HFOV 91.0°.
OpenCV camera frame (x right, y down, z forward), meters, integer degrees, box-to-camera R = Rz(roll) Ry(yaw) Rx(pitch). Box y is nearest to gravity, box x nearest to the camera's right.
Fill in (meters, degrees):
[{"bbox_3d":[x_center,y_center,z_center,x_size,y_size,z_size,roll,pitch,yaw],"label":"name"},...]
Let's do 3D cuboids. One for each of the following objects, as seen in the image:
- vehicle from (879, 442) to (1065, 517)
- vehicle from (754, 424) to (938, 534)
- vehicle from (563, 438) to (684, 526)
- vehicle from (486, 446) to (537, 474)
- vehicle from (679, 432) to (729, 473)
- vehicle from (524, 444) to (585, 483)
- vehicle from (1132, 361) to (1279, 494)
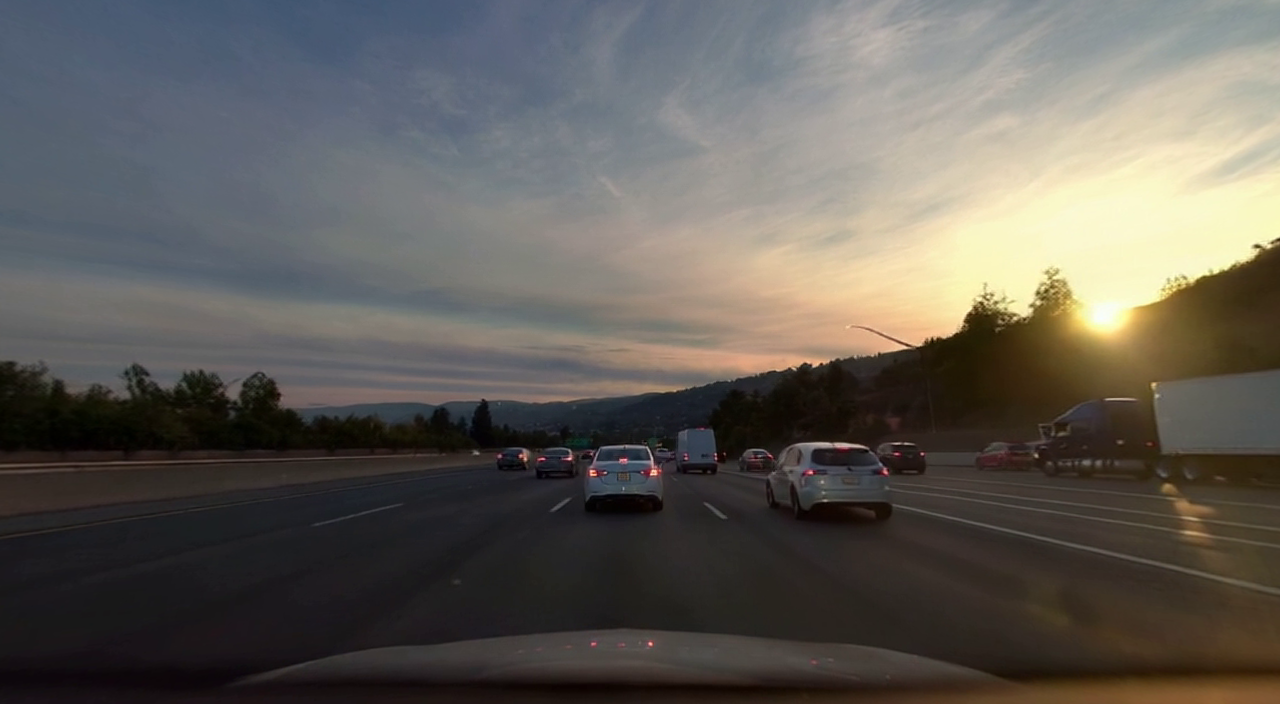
[{"bbox_3d":[7.618,2.937,15.084,2.021,1.505,4.480,0,-9,0],"label":"vehicle"},{"bbox_3d":[3.543,2.267,11.804,2.053,1.666,4.106,0,-9,0],"label":"vehicle"},{"bbox_3d":[-0.260,2.598,13.122,2.132,1.499,4.038,0,-9,1],"label":"vehicle"},{"bbox_3d":[-7.786,6.606,38.740,2.032,1.549,4.850,0,-9,1],"label":"vehicle"},{"bbox_3d":[3.809,6.158,38.576,2.440,2.313,5.266,0,-9,0],"label":"vehicle"},{"bbox_3d":[-3.630,4.836,27.510,1.926,1.542,4.329,0,-9,1],"label":"vehicle"},{"bbox_3d":[21.374,2.285,19.138,2.970,4.079,10.086,3,-9,-14],"label":"vehicle"}]
